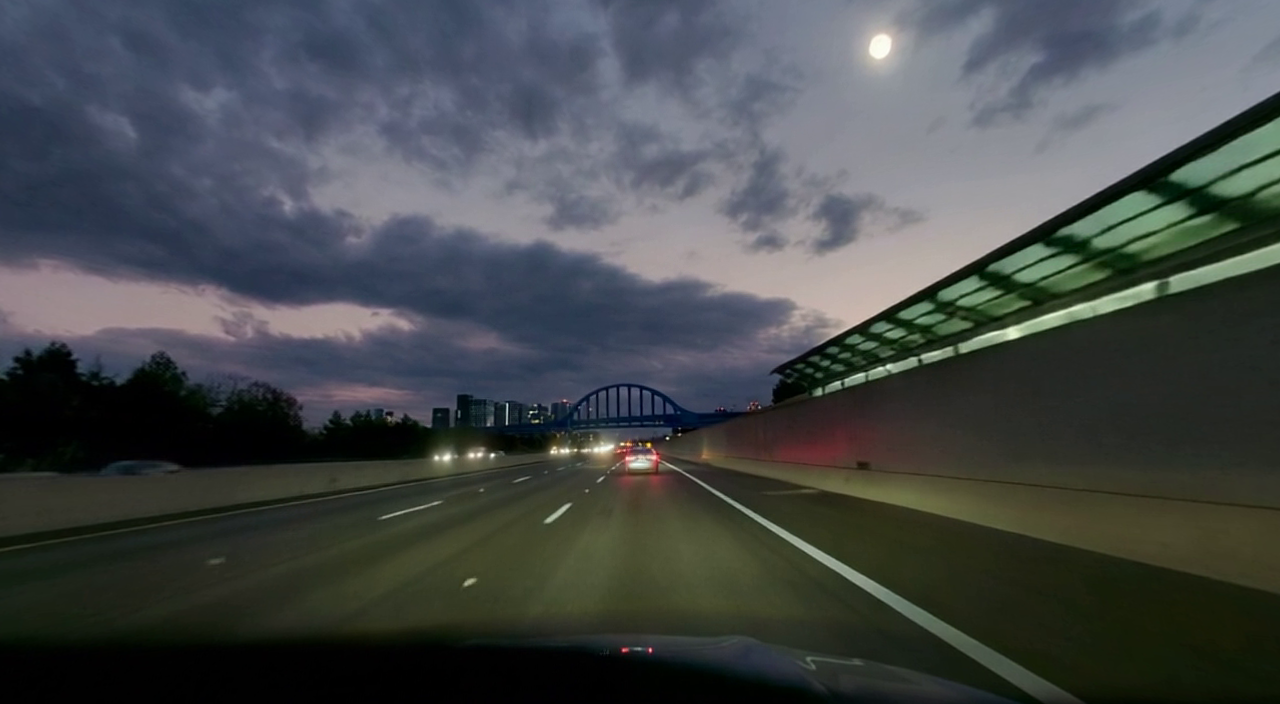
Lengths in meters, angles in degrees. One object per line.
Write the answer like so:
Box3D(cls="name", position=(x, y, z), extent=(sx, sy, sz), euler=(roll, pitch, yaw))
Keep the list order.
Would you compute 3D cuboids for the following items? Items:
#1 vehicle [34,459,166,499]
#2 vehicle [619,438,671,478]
Box3D(cls="vehicle", position=(-22.005, 5.160, 25.975), extent=(1.874, 1.388, 4.072), euler=(0, -9, -1))
Box3D(cls="vehicle", position=(0.194, 5.027, 30.162), extent=(2.299, 1.716, 4.579), euler=(0, -9, -1))
